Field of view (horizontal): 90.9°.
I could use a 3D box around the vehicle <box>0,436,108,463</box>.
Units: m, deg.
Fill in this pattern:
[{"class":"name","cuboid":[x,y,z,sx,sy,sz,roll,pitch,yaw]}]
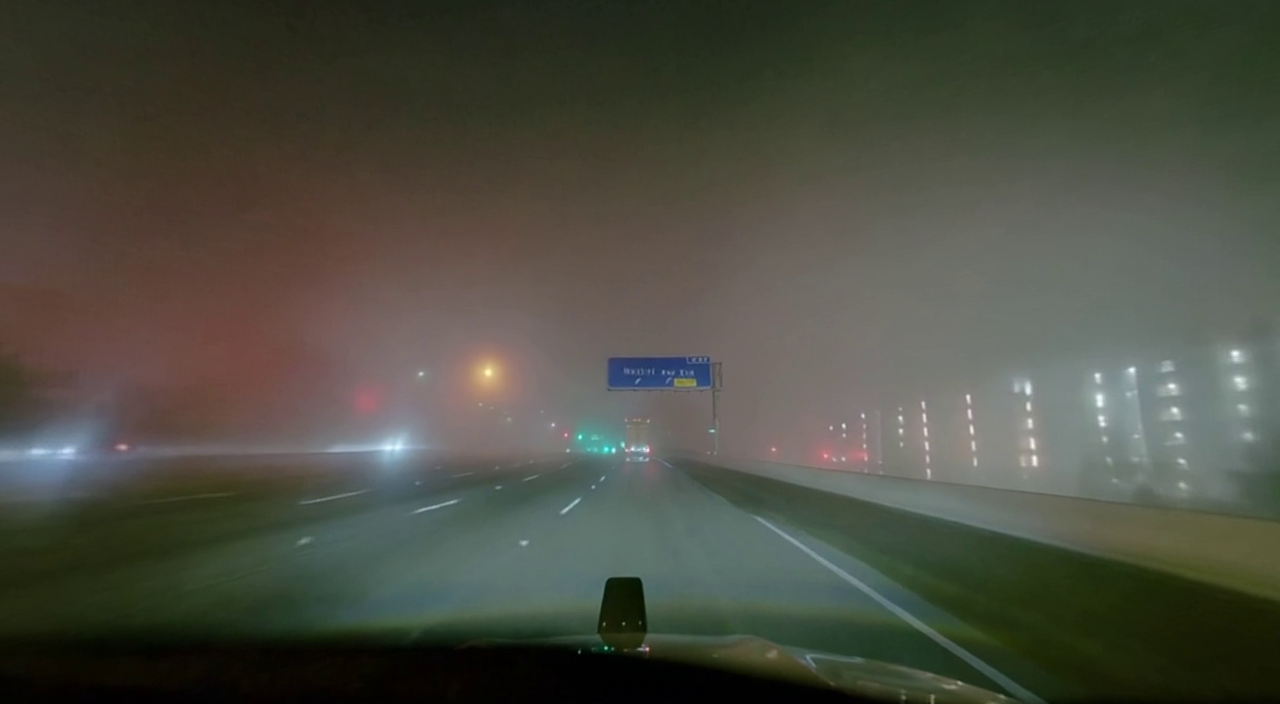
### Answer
[{"class":"vehicle","cuboid":[-36.197,6.062,39.096,2.007,1.576,4.999,0,-9,0]}]
